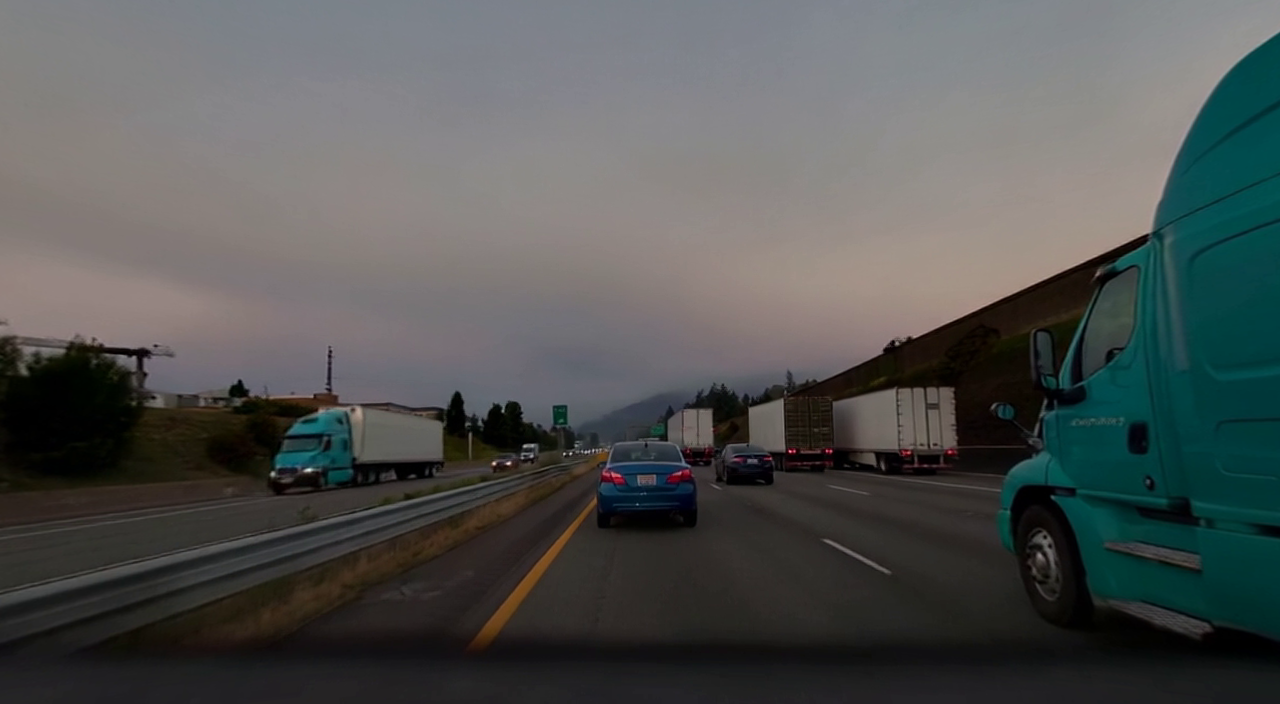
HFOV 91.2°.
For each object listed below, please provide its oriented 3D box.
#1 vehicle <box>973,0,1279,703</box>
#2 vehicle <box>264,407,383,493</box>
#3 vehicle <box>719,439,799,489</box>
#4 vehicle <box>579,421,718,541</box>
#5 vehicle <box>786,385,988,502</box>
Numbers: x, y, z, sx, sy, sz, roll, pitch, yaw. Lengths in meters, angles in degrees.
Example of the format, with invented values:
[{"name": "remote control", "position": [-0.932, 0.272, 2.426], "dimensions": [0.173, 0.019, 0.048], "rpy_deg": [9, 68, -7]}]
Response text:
[{"name": "vehicle", "position": [4.230, -0.177, 1.890], "dimensions": [2.987, 3.877, 5.881], "rpy_deg": [0, -9, 0]}, {"name": "vehicle", "position": [-16.101, 5.042, 32.454], "dimensions": [3.025, 3.994, 5.884], "rpy_deg": [0, -9, -1]}, {"name": "vehicle", "position": [3.910, 3.767, 21.285], "dimensions": [1.859, 1.512, 3.711], "rpy_deg": [0, -9, -2]}, {"name": "vehicle", "position": [0.129, 2.089, 10.623], "dimensions": [1.965, 1.664, 3.428], "rpy_deg": [-1, -9, 0]}, {"name": "vehicle", "position": [8.039, 3.306, 22.585], "dimensions": [2.799, 3.188, 10.578], "rpy_deg": [0, -9, -1]}]
